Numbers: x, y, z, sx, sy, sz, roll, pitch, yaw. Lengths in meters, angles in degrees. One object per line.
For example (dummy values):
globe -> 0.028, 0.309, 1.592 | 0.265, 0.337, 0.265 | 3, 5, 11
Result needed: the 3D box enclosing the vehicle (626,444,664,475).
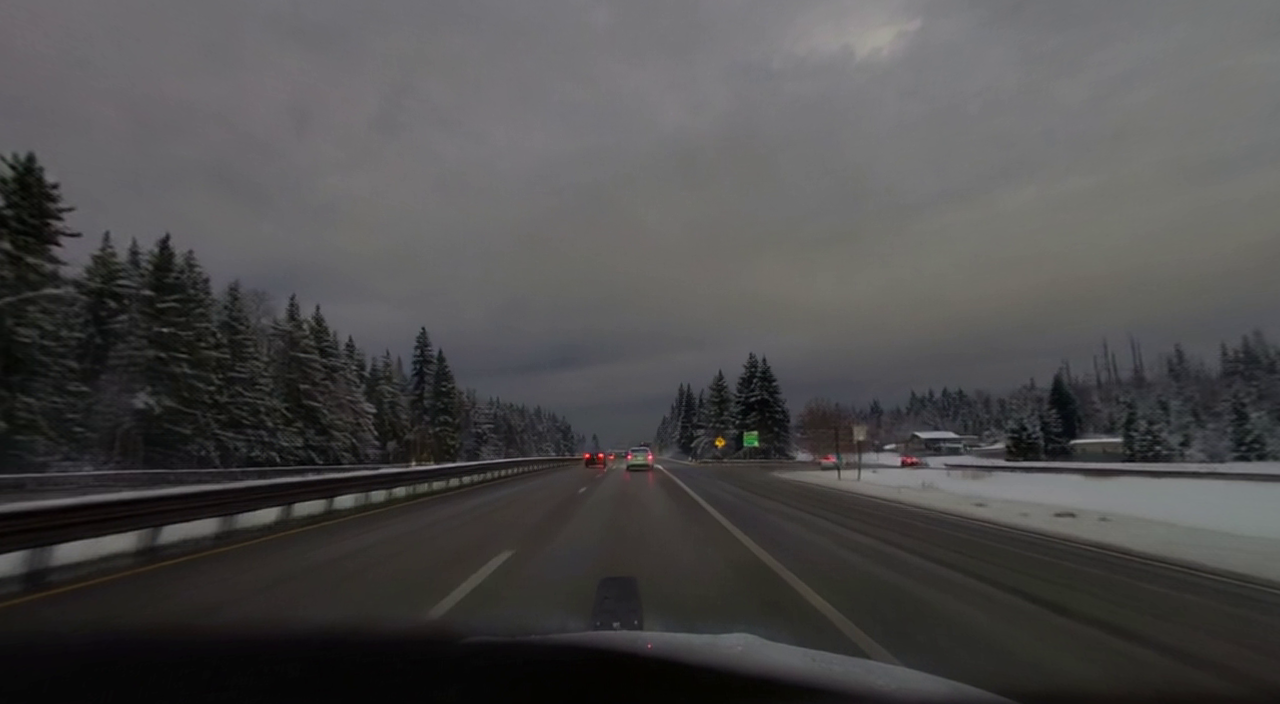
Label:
vehicle -> 0.280, 6.363, 37.418 | 2.130, 1.684, 3.826 | 0, -9, 0
